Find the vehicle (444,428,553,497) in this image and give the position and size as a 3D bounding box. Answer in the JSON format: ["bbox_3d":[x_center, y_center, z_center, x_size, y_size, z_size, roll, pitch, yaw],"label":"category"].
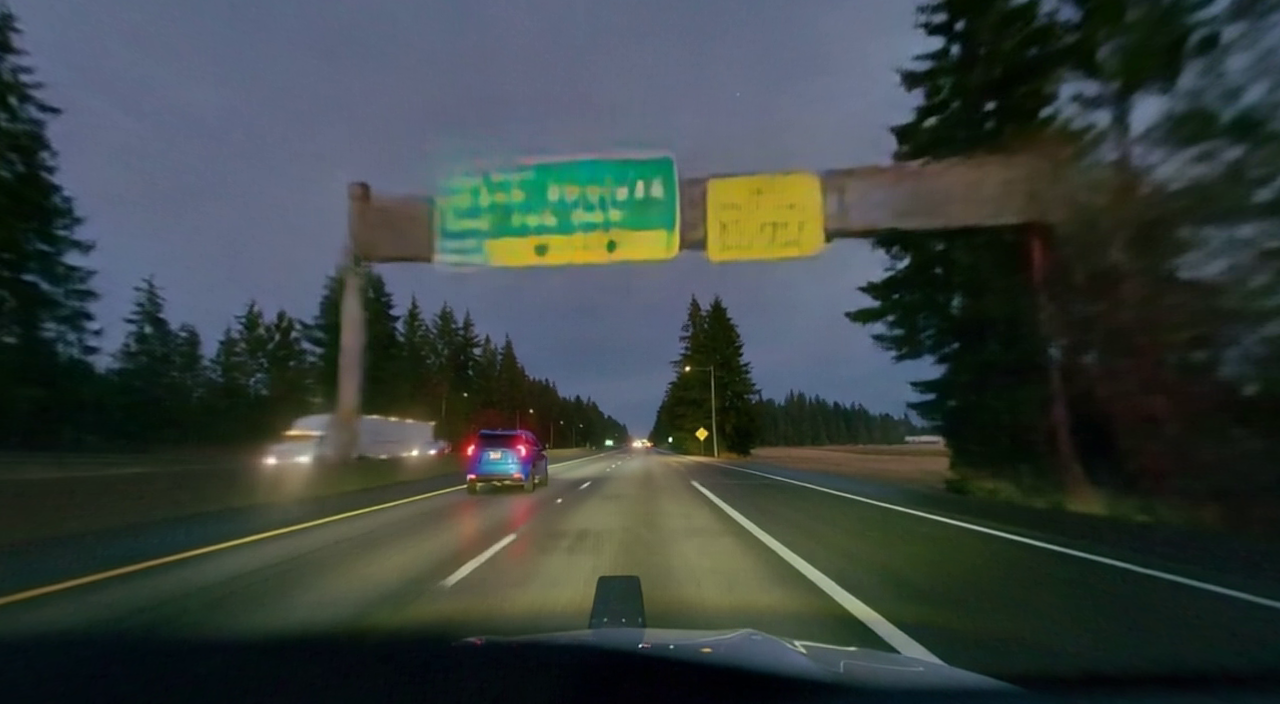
[{"bbox_3d":[-3.912,3.139,18.319,2.084,1.752,4.479,0,-8,1],"label":"vehicle"}]

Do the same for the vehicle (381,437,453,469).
[{"bbox_3d":[-13.177,5.994,37.743,2.206,1.752,5.690,0,-8,1],"label":"vehicle"}]

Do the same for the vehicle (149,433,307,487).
[{"bbox_3d":[-16.876,4.433,26.432,2.365,1.955,6.279,0,-8,0],"label":"vehicle"}]

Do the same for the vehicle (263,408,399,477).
[{"bbox_3d":[-16.813,5.071,35.322,2.774,3.321,8.975,0,-8,2],"label":"vehicle"}]
